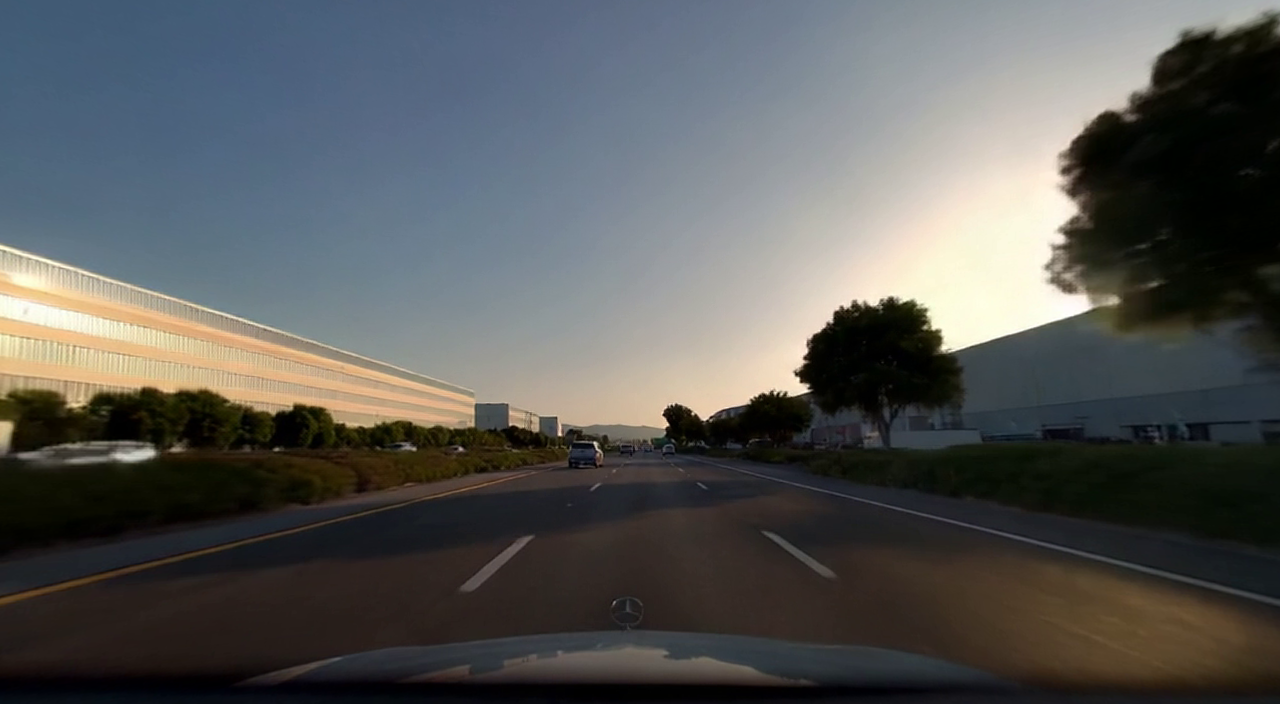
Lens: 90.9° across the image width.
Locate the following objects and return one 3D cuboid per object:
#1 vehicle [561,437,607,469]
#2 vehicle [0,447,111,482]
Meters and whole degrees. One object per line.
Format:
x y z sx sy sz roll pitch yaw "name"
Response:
-3.396 6.251 39.134 2.218 1.850 4.774 0 -9 2 "vehicle"
-27.935 5.242 29.768 1.898 1.487 4.519 0 -9 0 "vehicle"
